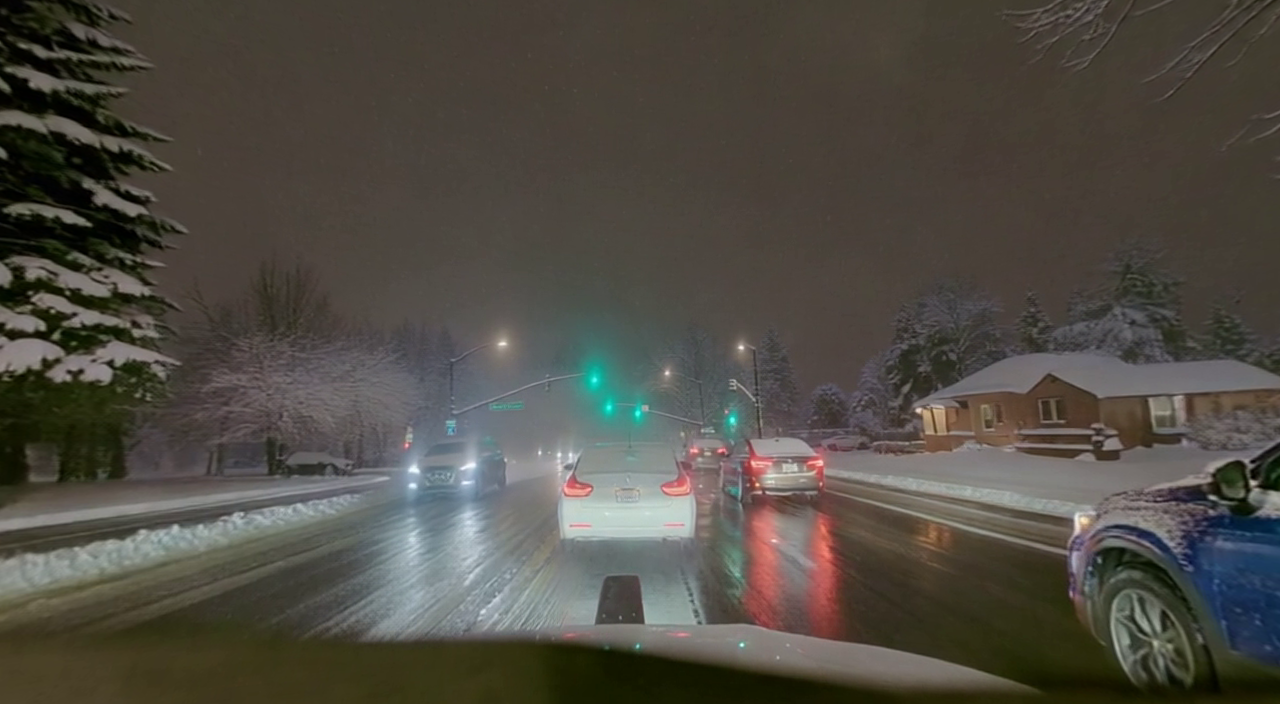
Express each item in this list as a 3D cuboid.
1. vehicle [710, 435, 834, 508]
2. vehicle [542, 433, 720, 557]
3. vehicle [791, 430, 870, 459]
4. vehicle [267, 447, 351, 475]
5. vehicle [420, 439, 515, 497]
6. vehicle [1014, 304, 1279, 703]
[{"bbox_3d":[3.029,2.841,15.550,1.971,1.517,4.521,0,-8,-1],"label":"vehicle"},{"bbox_3d":[-0.158,2.069,9.920,2.186,1.500,4.141,0,-8,-1],"label":"vehicle"},{"bbox_3d":[12.029,5.892,40.183,4.318,1.729,2.063,0,-8,0],"label":"vehicle"},{"bbox_3d":[-19.826,6.537,38.005,3.957,1.630,1.881,0,-8,0],"label":"vehicle"},{"bbox_3d":[-5.533,3.753,20.917,2.058,1.695,4.319,0,-8,-2],"label":"vehicle"},{"bbox_3d":[3.336,0.619,1.636,2.006,1.766,4.345,0,-8,0],"label":"vehicle"}]
